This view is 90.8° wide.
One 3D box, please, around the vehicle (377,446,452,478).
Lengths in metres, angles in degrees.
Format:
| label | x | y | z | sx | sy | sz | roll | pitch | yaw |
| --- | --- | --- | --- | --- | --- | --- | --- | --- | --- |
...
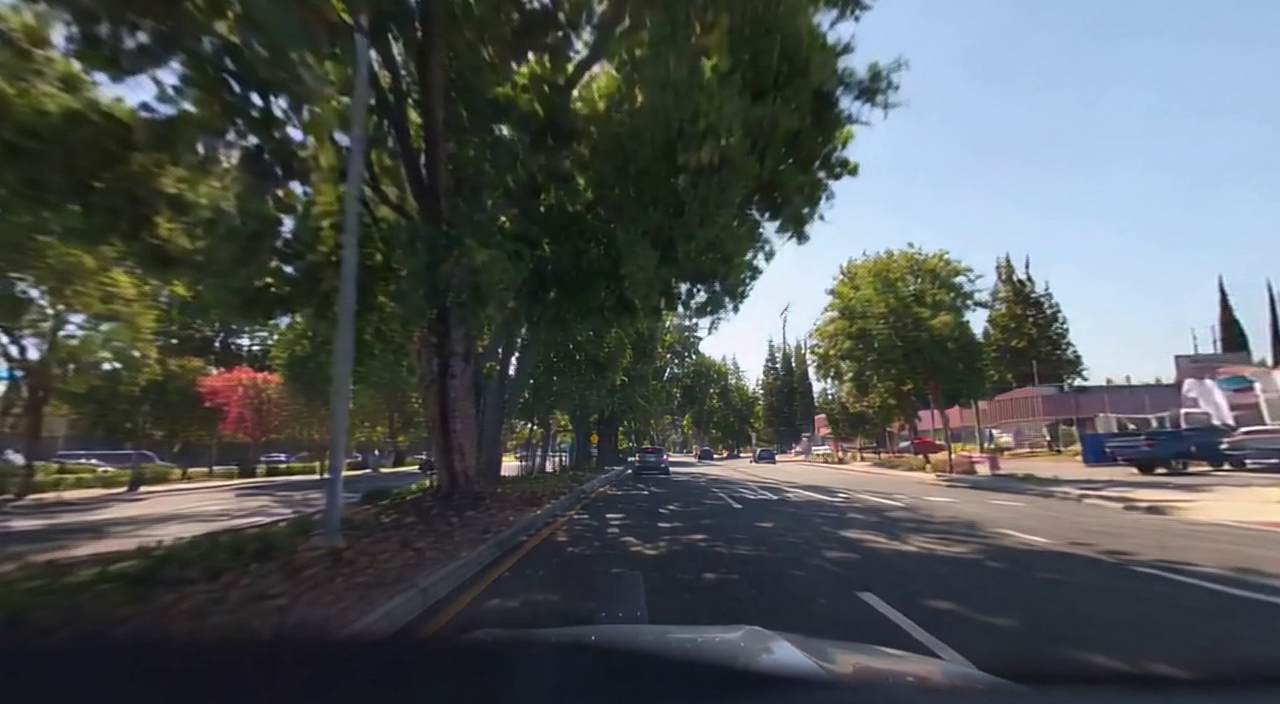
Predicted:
| label | x | y | z | sx | sy | sz | roll | pitch | yaw |
| --- | --- | --- | --- | --- | --- | --- | --- | --- | --- |
| vehicle | -10.828 | 5.306 | 30.753 | 1.907 | 1.429 | 4.439 | -1 | -8 | 2 |

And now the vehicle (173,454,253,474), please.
| label | x | y | z | sx | sy | sz | roll | pitch | yaw |
| --- | --- | --- | --- | --- | --- | --- | --- | --- | --- |
| vehicle | -33.075 | 8.694 | 49.085 | 4.678 | 1.468 | 1.949 | 1 | -9 | -11 |

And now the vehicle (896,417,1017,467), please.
| label | x | y | z | sx | sy | sz | roll | pitch | yaw |
| --- | --- | --- | --- | --- | --- | --- | --- | --- | --- |
| vehicle | 21.502 | 6.156 | 43.112 | 6.856 | 3.118 | 2.741 | 0 | -10 | -11 |

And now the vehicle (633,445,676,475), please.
| label | x | y | z | sx | sy | sz | roll | pitch | yaw |
| --- | --- | --- | --- | --- | --- | --- | --- | --- | --- |
| vehicle | 0.774 | 5.616 | 33.103 | 2.095 | 1.456 | 3.873 | -1 | -8 | 2 |

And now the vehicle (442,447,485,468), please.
| label | x | y | z | sx | sy | sz | roll | pitch | yaw |
| --- | --- | --- | --- | --- | --- | --- | --- | --- | --- |
| vehicle | -13.428 | 8.042 | 48.373 | 1.843 | 1.486 | 4.700 | 0 | -8 | 1 |

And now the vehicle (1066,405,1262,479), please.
| label | x | y | z | sx | sy | sz | roll | pitch | yaw |
| --- | --- | --- | --- | --- | --- | --- | --- | --- | --- |
| vehicle | 20.619 | 3.559 | 25.021 | 5.953 | 2.747 | 2.389 | 1 | -8 | -9 |
